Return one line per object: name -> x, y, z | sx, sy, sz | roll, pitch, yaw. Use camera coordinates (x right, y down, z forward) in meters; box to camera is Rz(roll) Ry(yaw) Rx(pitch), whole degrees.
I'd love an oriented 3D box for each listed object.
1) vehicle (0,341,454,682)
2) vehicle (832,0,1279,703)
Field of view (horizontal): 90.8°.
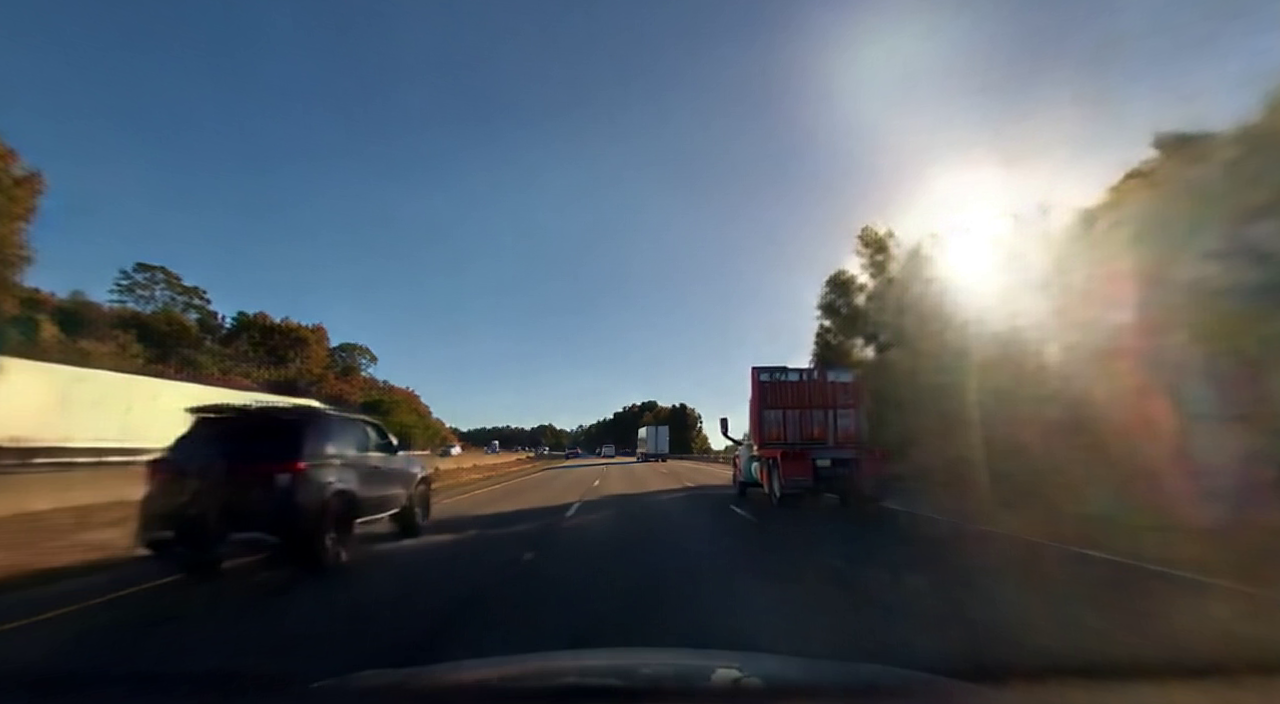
vehicle -> -3.749, 1.282, 6.152 | 2.337, 1.942, 4.984 | 0, -9, 0
vehicle -> 4.282, 0.144, 5.071 | 2.826, 4.035, 8.369 | 0, -9, 0
